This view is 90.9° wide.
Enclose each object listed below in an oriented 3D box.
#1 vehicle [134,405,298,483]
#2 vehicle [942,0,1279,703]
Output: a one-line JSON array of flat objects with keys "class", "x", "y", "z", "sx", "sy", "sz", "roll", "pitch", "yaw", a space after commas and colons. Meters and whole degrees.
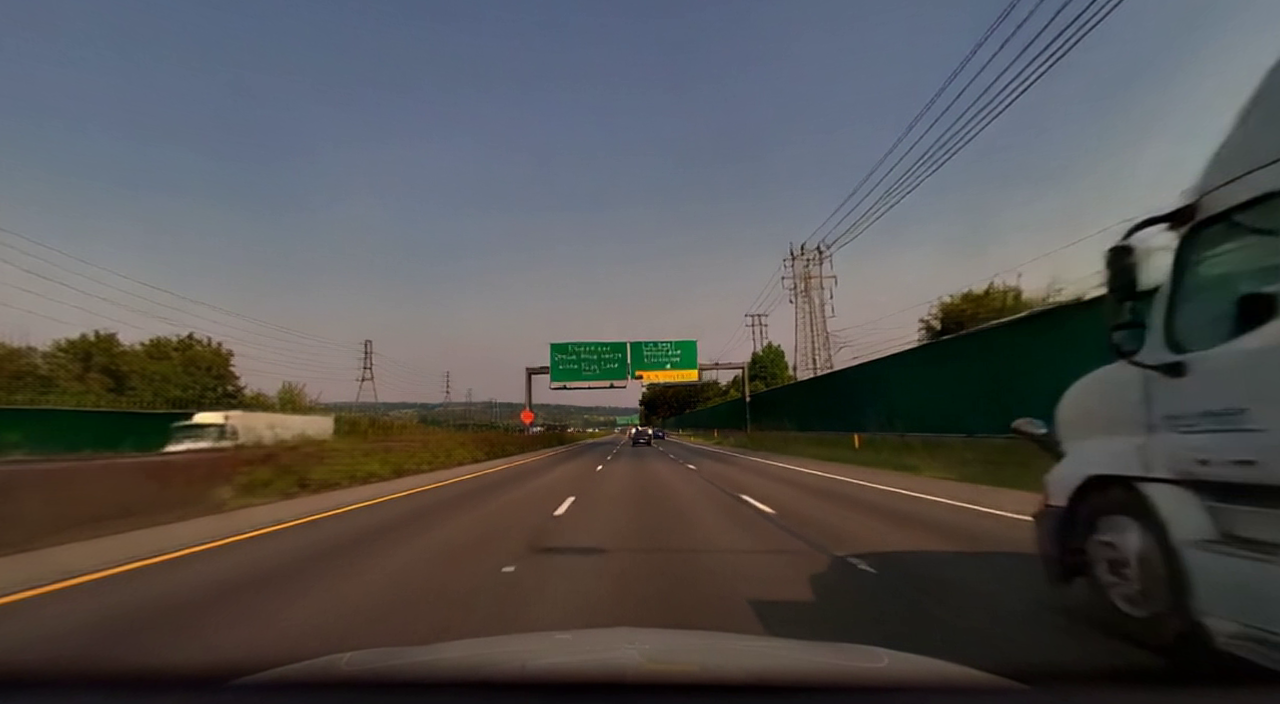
[{"class": "vehicle", "x": -19.963, "y": 4.358, "z": 30.452, "sx": 2.595, "sy": 3.164, "sz": 7.830, "roll": 2, "pitch": -7, "yaw": -2}, {"class": "vehicle", "x": 3.804, "y": -0.380, "z": 1.514, "sx": 3.031, "sy": 3.881, "sz": 5.944, "roll": 0, "pitch": -8, "yaw": -1}]
